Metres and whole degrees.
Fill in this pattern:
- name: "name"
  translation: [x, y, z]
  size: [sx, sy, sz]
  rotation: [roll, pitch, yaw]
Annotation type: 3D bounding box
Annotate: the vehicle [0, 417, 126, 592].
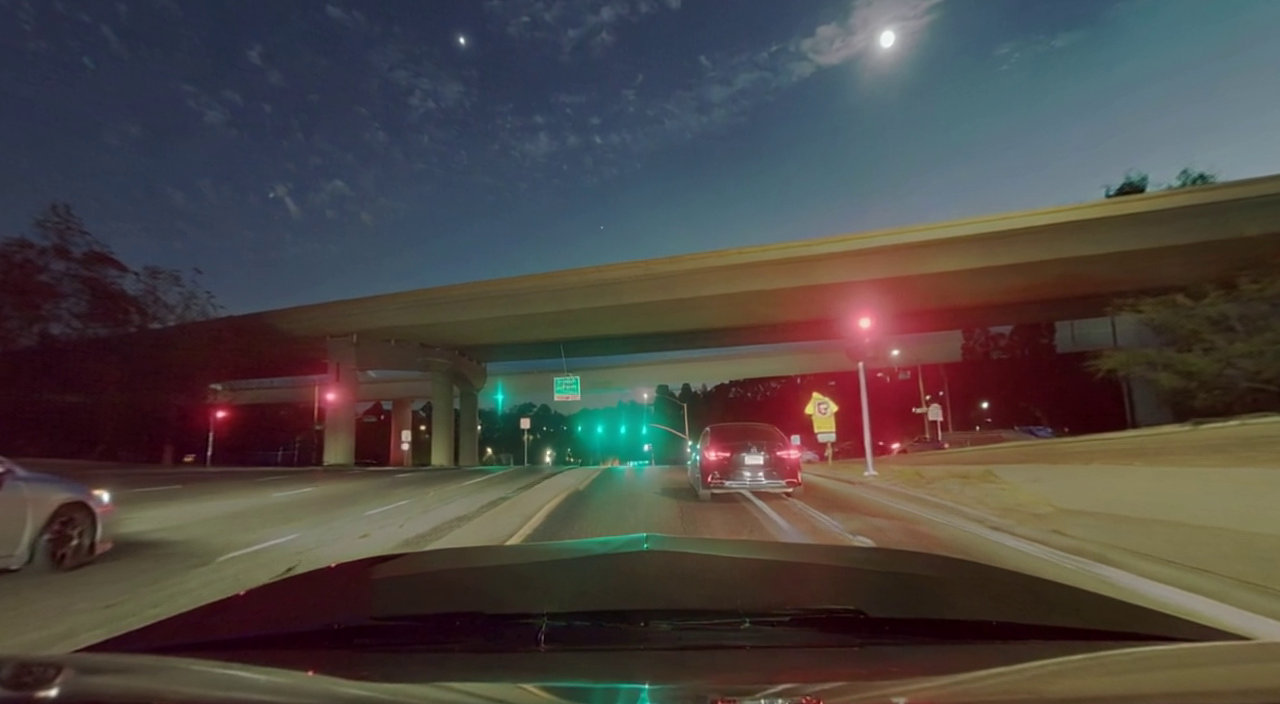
- name: "vehicle"
  translation: [-7.222, 1.364, 5.355]
  size: [2.108, 1.670, 4.235]
  rotation: [0, -9, -1]
